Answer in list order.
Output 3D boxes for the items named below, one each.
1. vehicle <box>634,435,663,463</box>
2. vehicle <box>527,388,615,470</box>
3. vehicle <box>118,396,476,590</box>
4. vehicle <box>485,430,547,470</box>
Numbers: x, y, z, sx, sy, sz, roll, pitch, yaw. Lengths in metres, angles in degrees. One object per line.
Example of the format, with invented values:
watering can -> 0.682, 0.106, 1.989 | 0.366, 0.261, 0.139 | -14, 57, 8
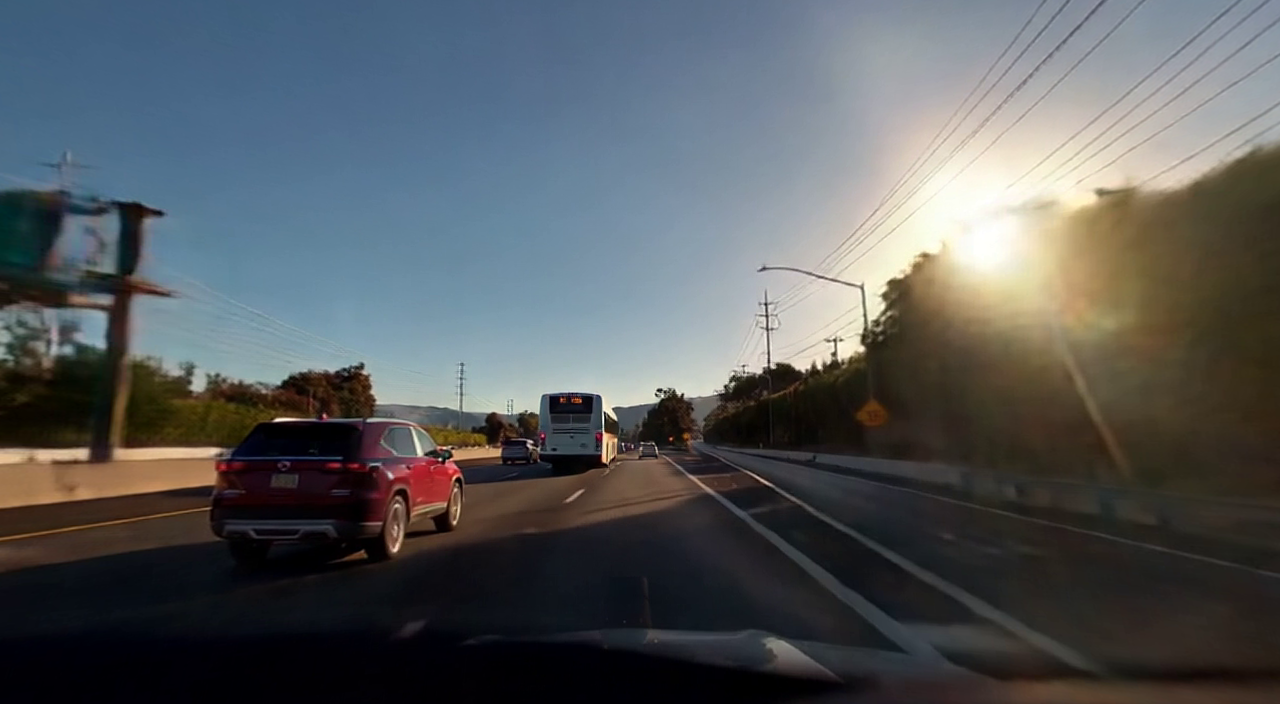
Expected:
vehicle -> 0.629, 7.302, 47.683 | 2.083, 2.001, 4.782 | 0, -8, 0
vehicle -> -3.423, 4.463, 34.999 | 3.382, 3.712, 11.766 | 1, -9, 1
vehicle -> -3.661, 1.586, 7.871 | 2.021, 1.730, 4.223 | 0, -8, 1
vehicle -> -6.944, 5.585, 36.079 | 2.282, 2.116, 6.030 | 0, -8, 1
